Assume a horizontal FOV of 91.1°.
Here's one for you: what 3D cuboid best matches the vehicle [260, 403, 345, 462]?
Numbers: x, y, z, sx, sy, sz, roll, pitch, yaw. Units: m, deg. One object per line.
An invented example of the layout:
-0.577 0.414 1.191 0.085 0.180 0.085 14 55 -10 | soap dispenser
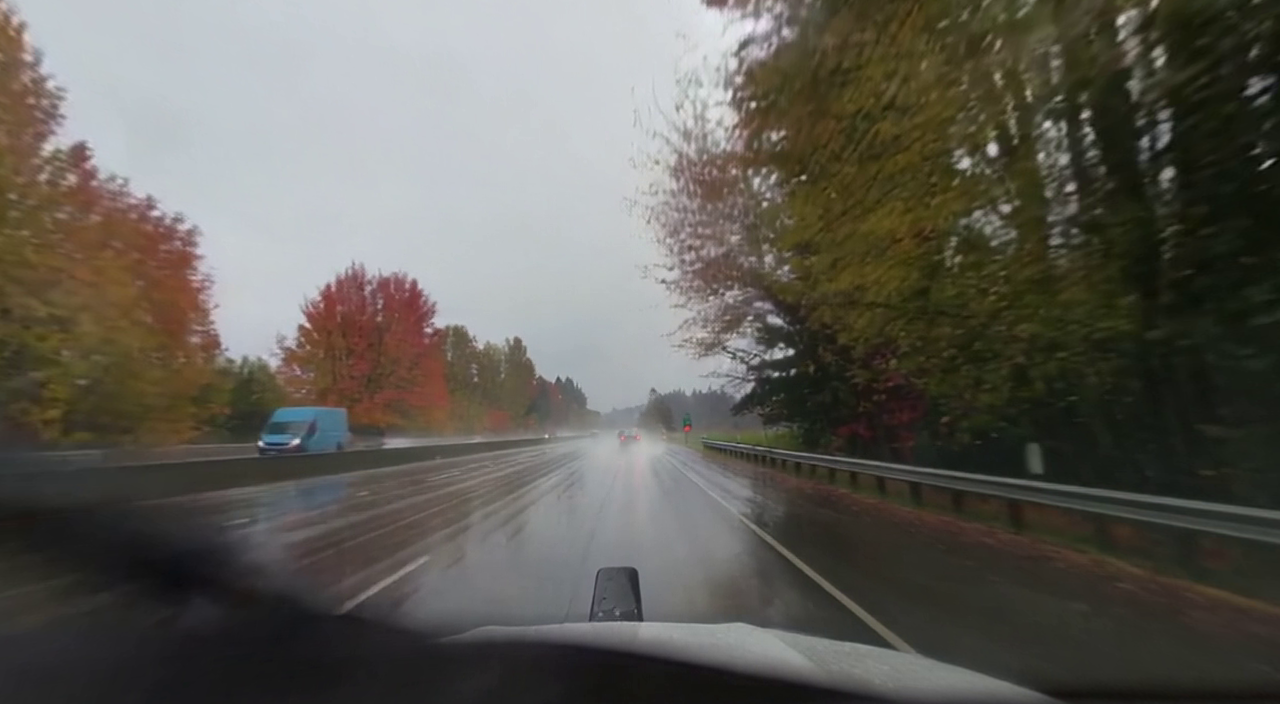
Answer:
-25.429 6.158 47.791 3.053 4.137 6.199 0 -8 -2 | vehicle
